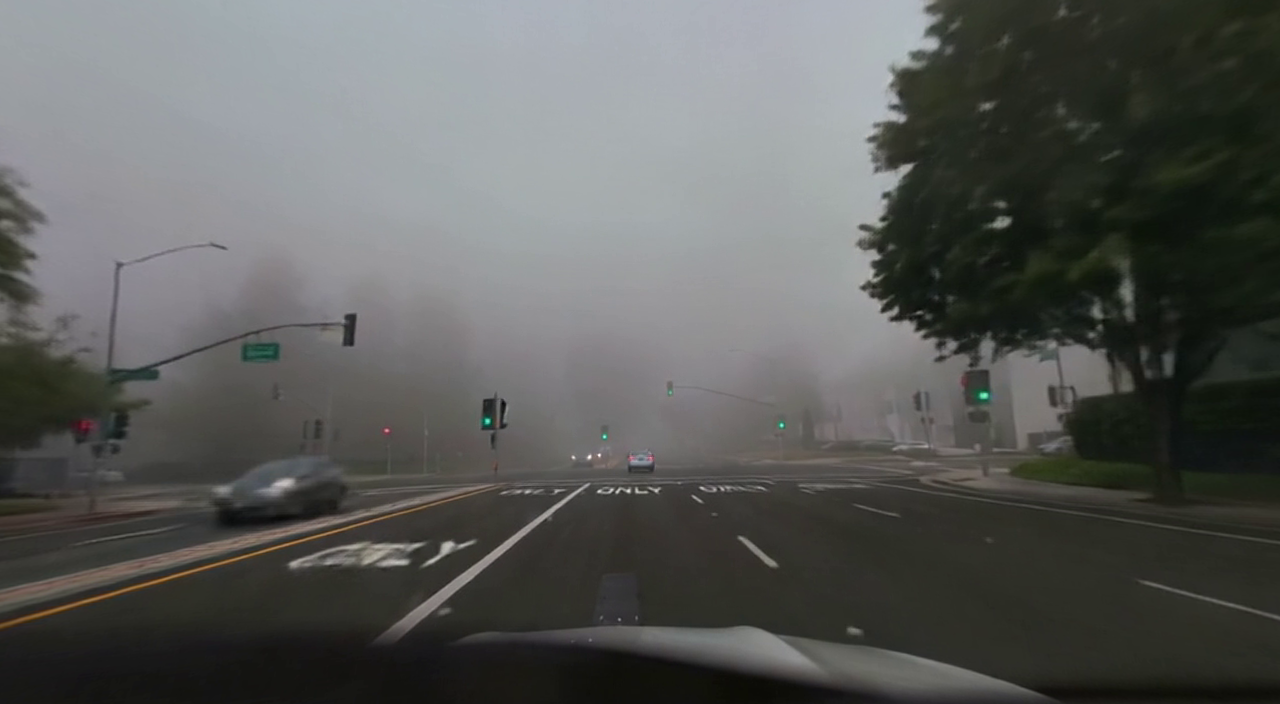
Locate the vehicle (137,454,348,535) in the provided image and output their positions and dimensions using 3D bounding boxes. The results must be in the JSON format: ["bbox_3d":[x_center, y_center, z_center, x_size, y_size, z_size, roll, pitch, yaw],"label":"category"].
[{"bbox_3d":[-8.633,3.078,14.268,1.887,1.480,4.446,0,-9,0],"label":"vehicle"}]

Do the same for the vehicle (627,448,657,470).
[{"bbox_3d":[0.117,7.654,45.231,2.064,1.477,3.968,0,-9,0],"label":"vehicle"}]
